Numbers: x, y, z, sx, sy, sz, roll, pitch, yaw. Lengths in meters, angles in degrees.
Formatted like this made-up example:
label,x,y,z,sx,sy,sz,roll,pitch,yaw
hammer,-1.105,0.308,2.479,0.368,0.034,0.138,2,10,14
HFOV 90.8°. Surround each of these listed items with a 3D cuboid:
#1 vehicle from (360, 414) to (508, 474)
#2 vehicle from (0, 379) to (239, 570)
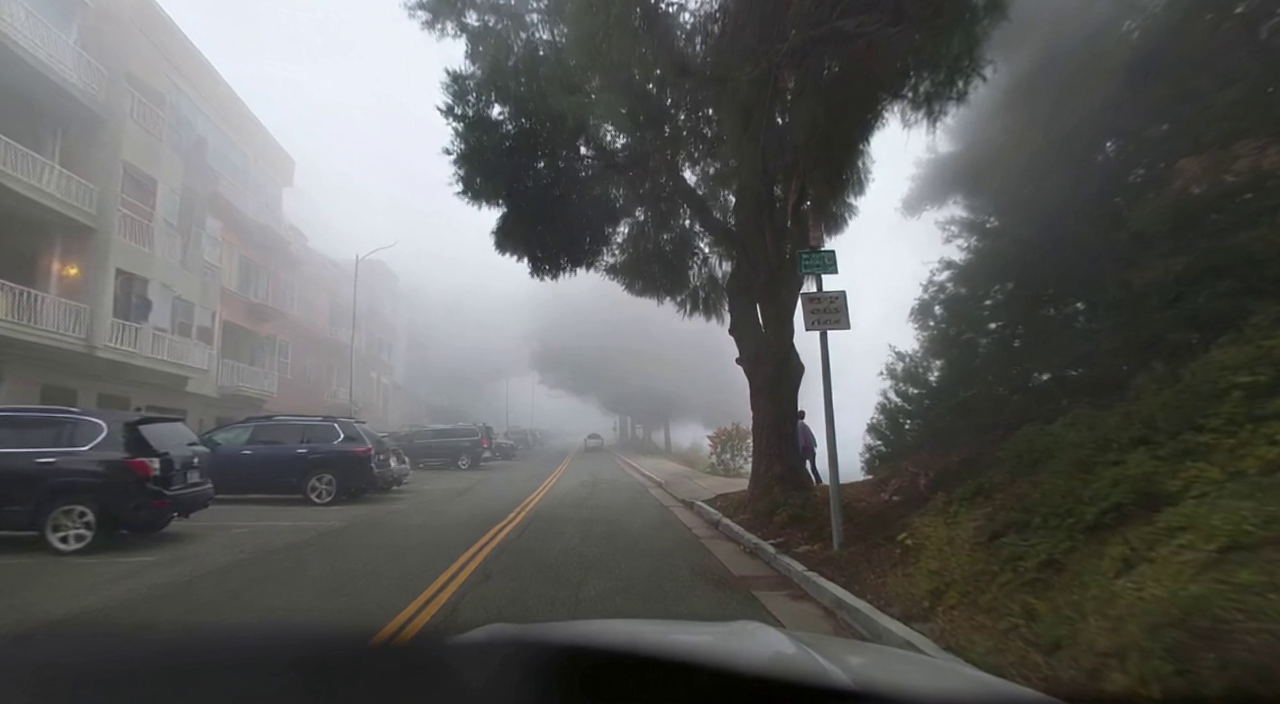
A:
label,x,y,z,sx,sy,sz,roll,pitch,yaw
vehicle,-8.790,3.991,27.477,5.592,2.439,2.515,1,-8,-5
vehicle,-7.682,1.437,7.664,4.254,1.953,2.097,-2,-5,-5
